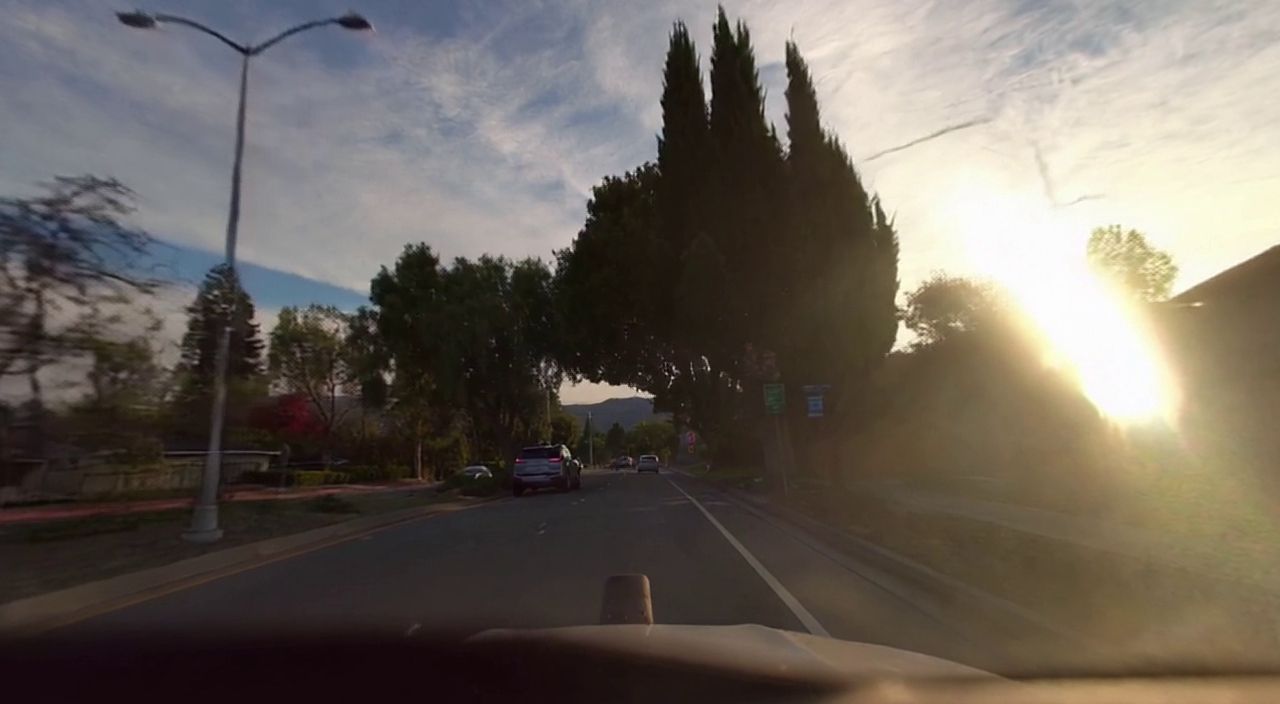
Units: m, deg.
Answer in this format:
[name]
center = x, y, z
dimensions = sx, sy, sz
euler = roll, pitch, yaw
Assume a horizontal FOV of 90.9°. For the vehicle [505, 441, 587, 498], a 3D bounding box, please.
[vehicle]
center = -3.110, 3.997, 21.882
dimensions = 2.073, 1.770, 4.302
euler = 0, -8, 1
